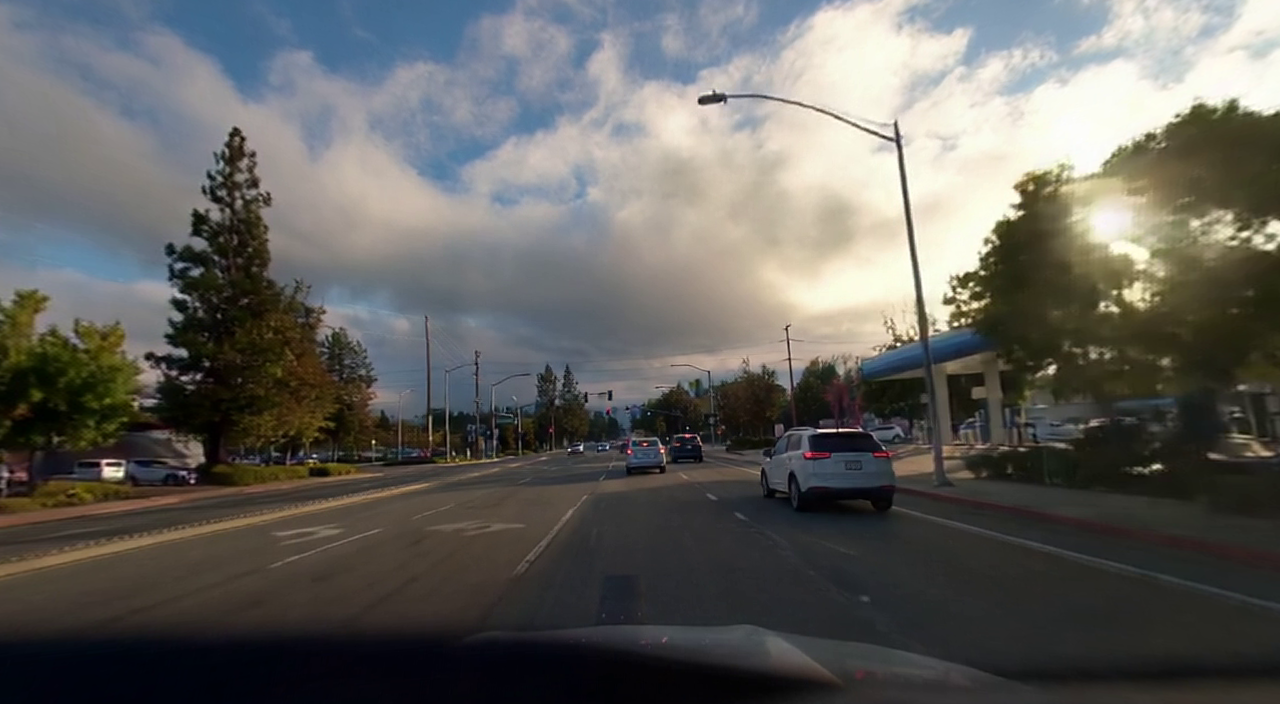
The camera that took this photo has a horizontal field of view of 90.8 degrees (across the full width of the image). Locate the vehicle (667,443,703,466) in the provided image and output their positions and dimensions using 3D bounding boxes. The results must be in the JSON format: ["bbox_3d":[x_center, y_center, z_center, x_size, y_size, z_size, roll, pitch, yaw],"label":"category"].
[{"bbox_3d":[2.716,6.345,39.242,1.822,1.331,3.583,0,-8,-2],"label":"vehicle"}]

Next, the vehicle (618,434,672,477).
[{"bbox_3d":[0.121,4.435,27.312,2.164,1.718,3.881,0,-8,-2],"label":"vehicle"}]

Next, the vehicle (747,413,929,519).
[{"bbox_3d":[3.807,2.318,13.353,2.116,1.791,5.006,0,-8,-1],"label":"vehicle"}]

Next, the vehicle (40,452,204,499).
[{"bbox_3d":[-24.363,5.752,30.062,2.100,1.937,5.517,-4,-9,26],"label":"vehicle"}]
